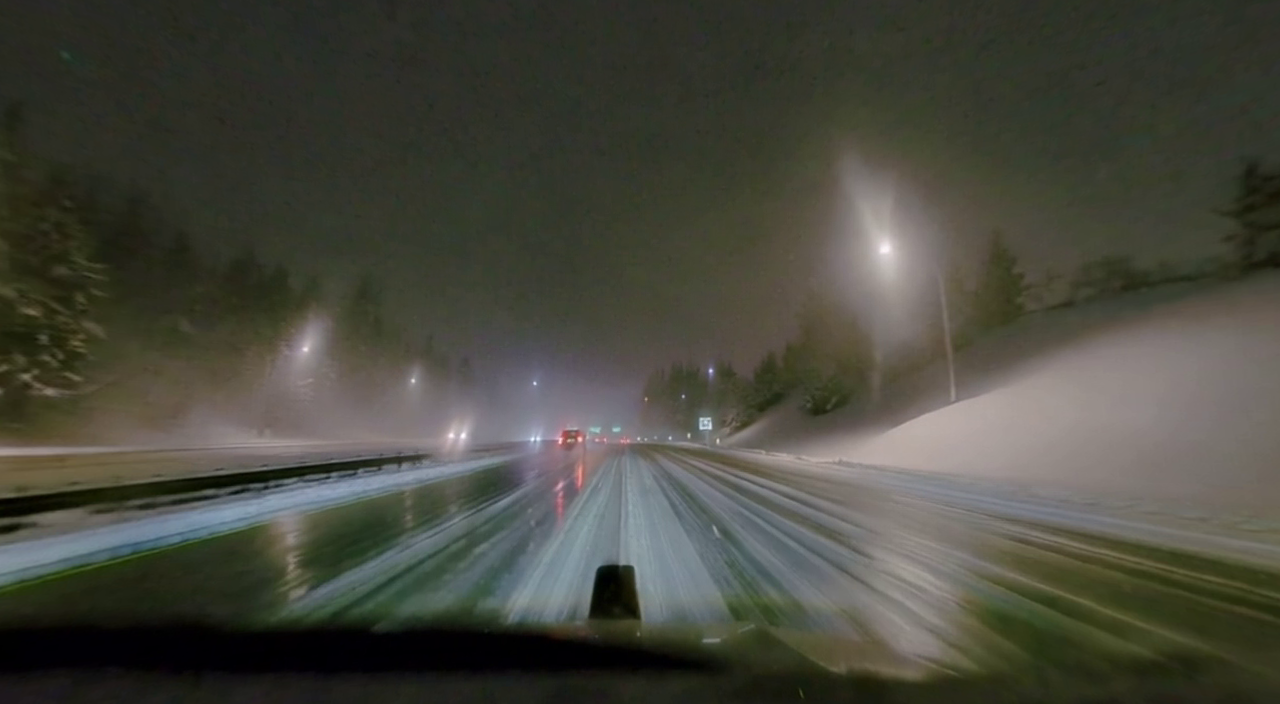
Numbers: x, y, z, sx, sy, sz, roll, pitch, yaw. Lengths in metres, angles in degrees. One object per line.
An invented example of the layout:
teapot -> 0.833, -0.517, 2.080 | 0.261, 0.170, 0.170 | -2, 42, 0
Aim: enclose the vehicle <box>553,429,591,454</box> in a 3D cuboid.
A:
vehicle -> -4.428, 5.889, 41.654 | 2.062, 1.591, 4.156 | 0, -7, -1
